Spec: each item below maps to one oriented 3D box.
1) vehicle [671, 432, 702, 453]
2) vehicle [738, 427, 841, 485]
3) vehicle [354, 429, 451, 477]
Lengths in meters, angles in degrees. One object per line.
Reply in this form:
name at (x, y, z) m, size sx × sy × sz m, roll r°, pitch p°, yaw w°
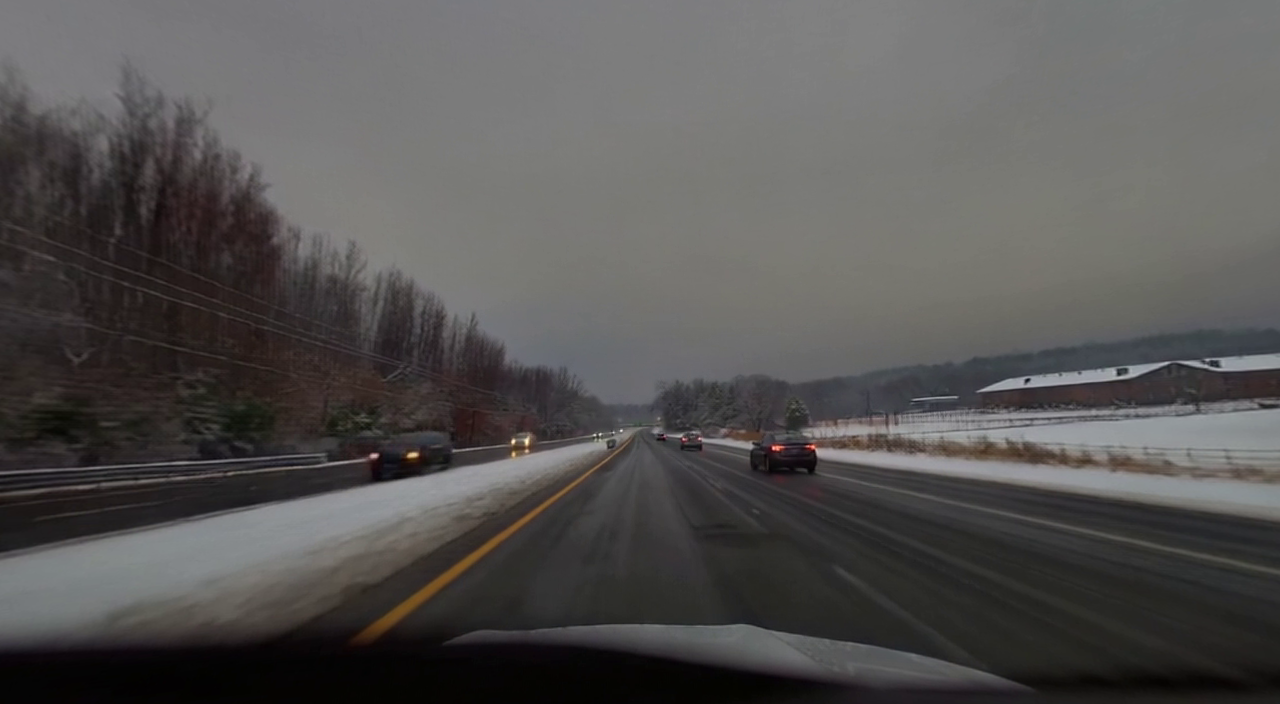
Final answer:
vehicle at (3.609, 7.085, 49.026) m, size 2.057 × 1.540 × 4.158 m, roll 0°, pitch -8°, yaw -1°
vehicle at (4.358, 3.096, 19.041) m, size 2.024 × 1.516 × 4.197 m, roll 0°, pitch -8°, yaw -1°
vehicle at (-8.404, 3.607, 22.632) m, size 1.916 × 1.549 × 4.032 m, roll 0°, pitch -8°, yaw 0°
